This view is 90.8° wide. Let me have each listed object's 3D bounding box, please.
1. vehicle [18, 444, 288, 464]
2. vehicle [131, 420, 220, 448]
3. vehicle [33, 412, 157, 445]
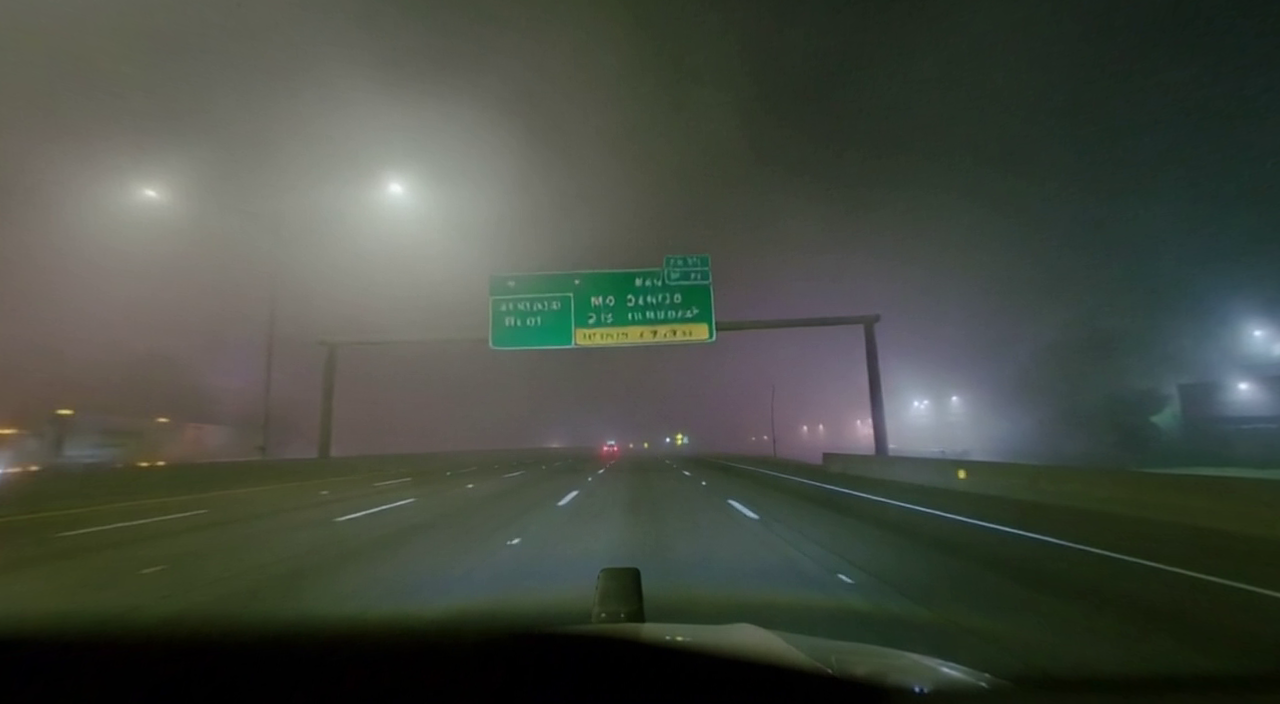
[{"bbox_3d":[-28.563,6.255,39.720,2.698,0.740,19.161,0,-8,-1],"label":"vehicle"},{"bbox_3d":[-28.511,5.074,39.006,1.903,1.592,4.748,0,-8,0],"label":"vehicle"},{"bbox_3d":[-28.342,4.066,33.107,1.992,1.615,4.988,0,-8,1],"label":"vehicle"}]
